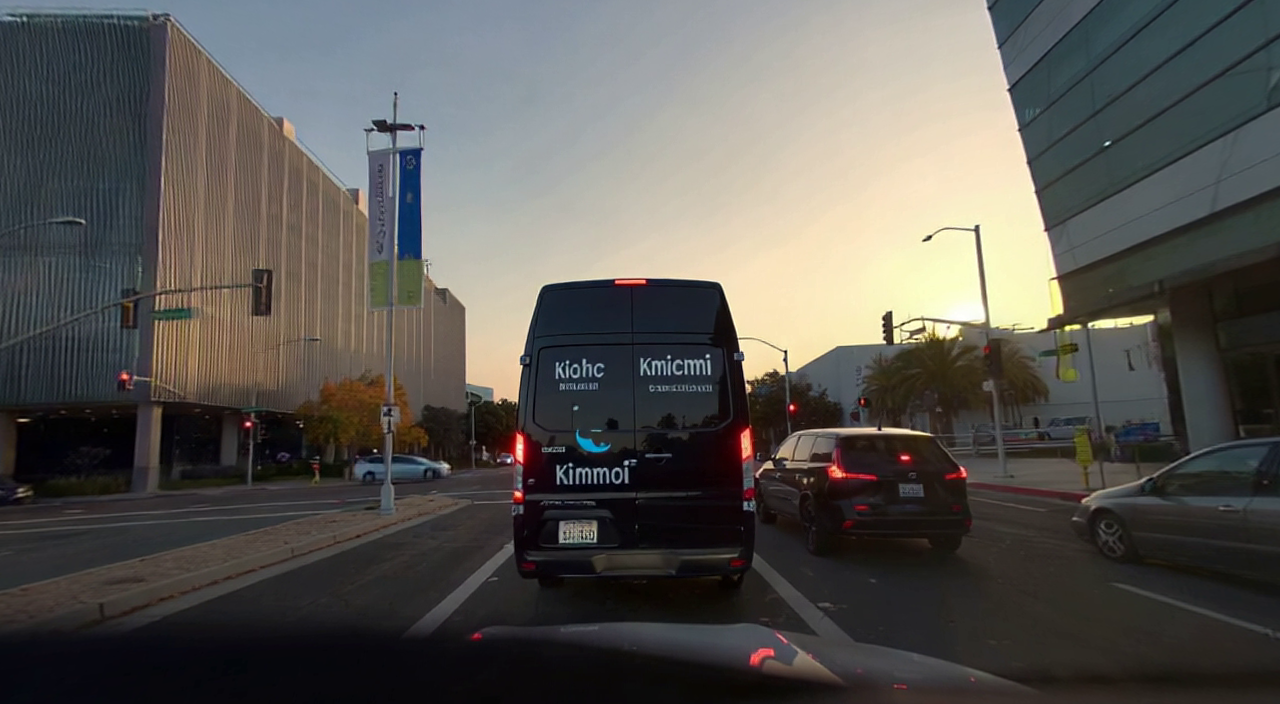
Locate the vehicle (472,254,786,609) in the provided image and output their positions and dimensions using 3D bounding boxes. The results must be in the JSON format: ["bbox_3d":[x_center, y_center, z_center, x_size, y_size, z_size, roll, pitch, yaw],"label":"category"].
[{"bbox_3d":[-0.054,1.167,9.094,2.613,3.035,7.342,0,-8,1],"label":"vehicle"}]

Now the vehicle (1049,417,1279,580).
[{"bbox_3d":[7.538,1.577,6.996,1.963,1.669,4.678,3,-9,-21],"label":"vehicle"}]

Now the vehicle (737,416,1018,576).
[{"bbox_3d":[2.880,1.862,9.040,2.183,1.676,4.506,0,-8,-1],"label":"vehicle"}]

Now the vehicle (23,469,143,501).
[{"bbox_3d":[-31.100,7.436,35.397,4.806,1.652,1.869,0,-8,-2],"label":"vehicle"}]

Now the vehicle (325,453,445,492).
[{"bbox_3d":[-11.254,5.345,28.252,4.659,1.615,1.944,2,-9,-13],"label":"vehicle"}]
